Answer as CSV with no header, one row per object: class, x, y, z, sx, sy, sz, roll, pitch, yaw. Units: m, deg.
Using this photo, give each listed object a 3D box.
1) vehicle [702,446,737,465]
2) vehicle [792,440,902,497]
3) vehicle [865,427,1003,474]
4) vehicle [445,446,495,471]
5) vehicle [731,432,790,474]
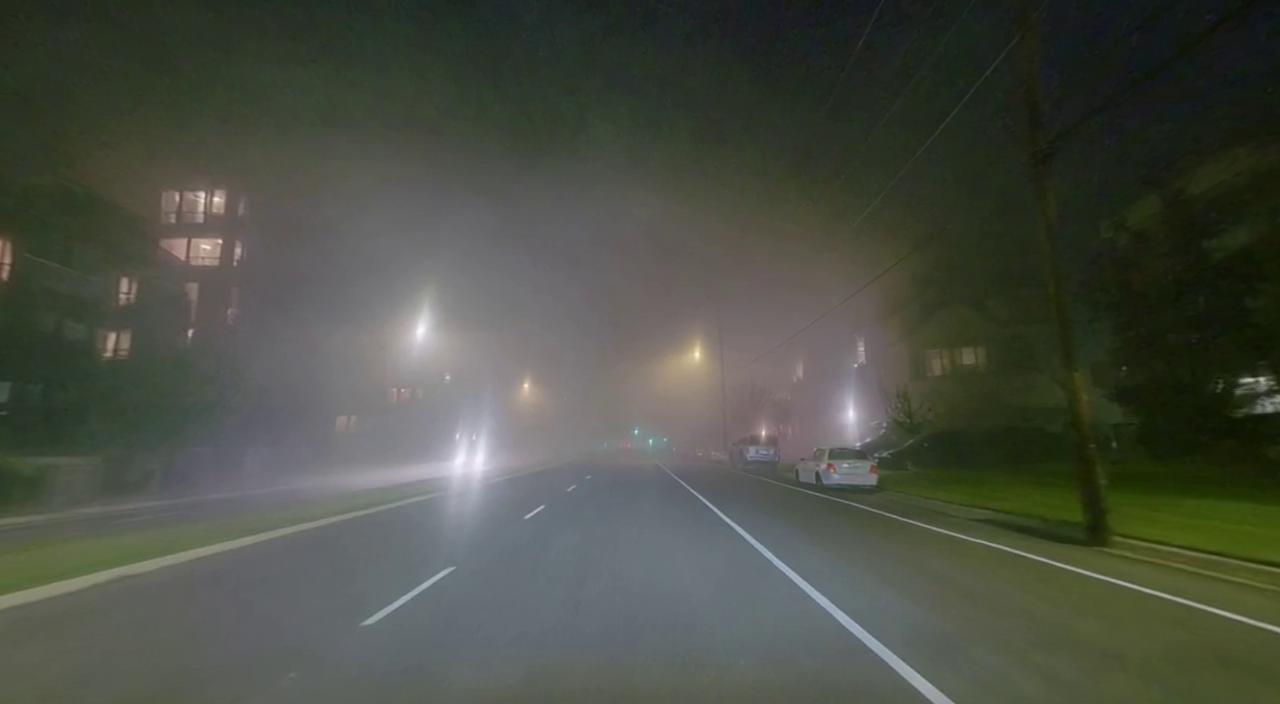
vehicle,6.148,8.047,49.370,2.013,1.408,5.011,0,-9,-1
vehicle,6.174,3.508,19.422,1.914,1.517,4.320,0,-8,0
vehicle,12.987,4.385,28.086,5.117,1.723,1.968,-2,-9,-5
vehicle,-10.581,6.628,39.621,1.847,1.460,4.294,-1,-8,1
vehicle,6.342,5.434,34.171,2.267,2.037,6.240,-1,-9,3
